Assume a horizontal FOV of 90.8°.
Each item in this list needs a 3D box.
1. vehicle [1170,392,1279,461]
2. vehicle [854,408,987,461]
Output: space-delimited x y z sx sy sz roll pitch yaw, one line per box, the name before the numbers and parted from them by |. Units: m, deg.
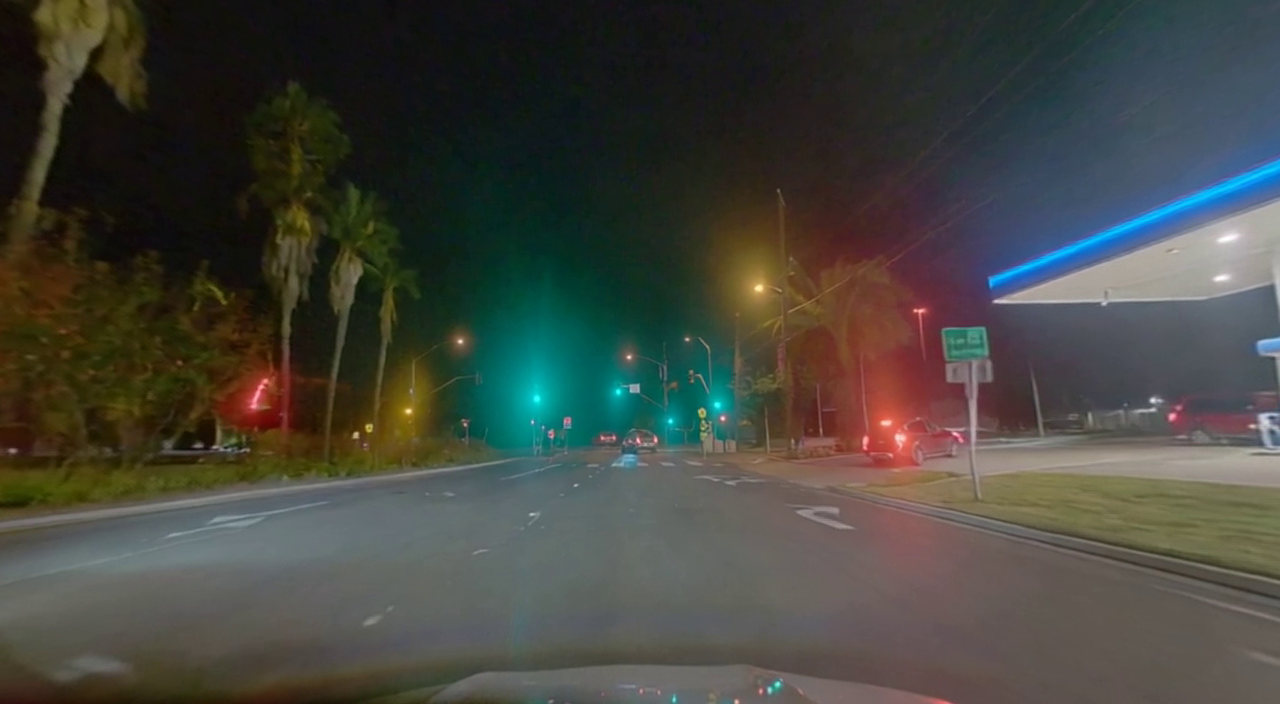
vehicle | 17.690 2.074 17.387 4.389 1.803 1.849 0 -8 2
vehicle | 12.484 3.679 27.920 6.059 2.082 2.703 7 -11 -37
